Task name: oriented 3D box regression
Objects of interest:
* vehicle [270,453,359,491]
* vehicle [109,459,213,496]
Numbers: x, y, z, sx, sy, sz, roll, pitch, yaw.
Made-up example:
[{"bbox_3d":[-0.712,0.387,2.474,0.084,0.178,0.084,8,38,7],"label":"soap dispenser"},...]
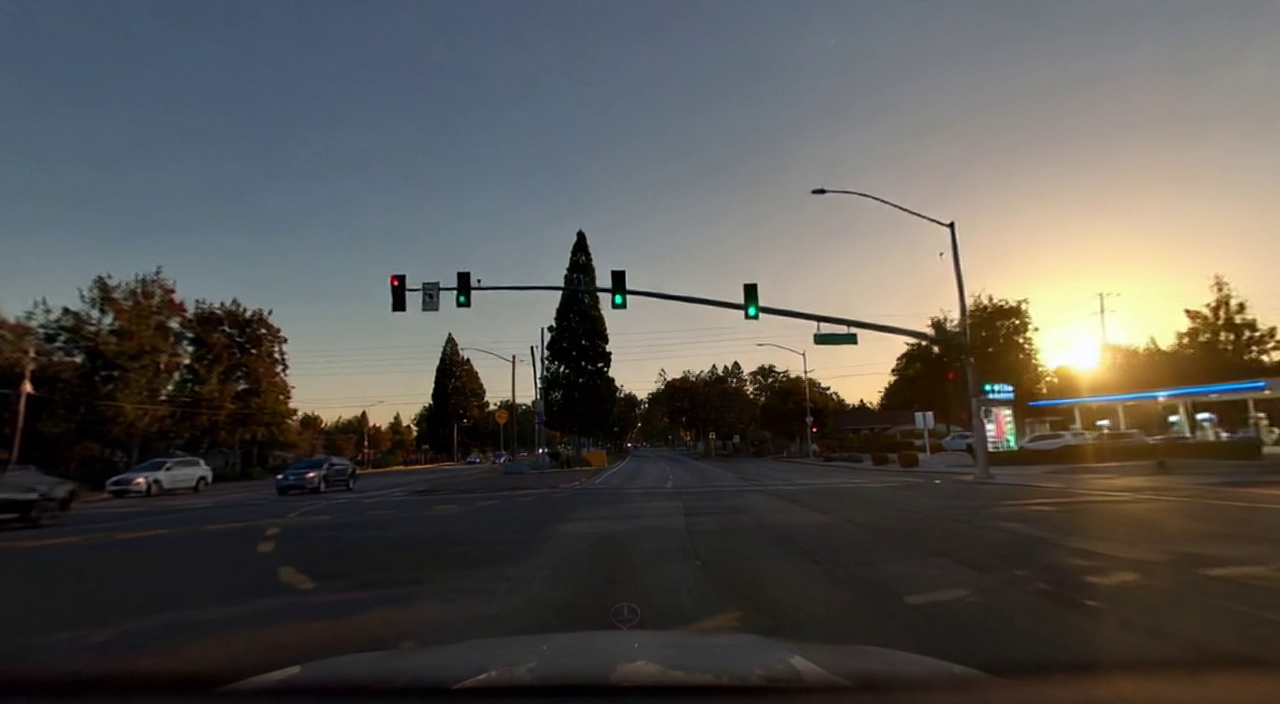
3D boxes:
[{"bbox_3d":[-15.410,5.664,30.183,2.053,1.598,4.336,0,-9,-2],"label":"vehicle"},{"bbox_3d":[-24.956,6.547,33.178,2.098,1.684,4.388,0,-9,-2],"label":"vehicle"}]
